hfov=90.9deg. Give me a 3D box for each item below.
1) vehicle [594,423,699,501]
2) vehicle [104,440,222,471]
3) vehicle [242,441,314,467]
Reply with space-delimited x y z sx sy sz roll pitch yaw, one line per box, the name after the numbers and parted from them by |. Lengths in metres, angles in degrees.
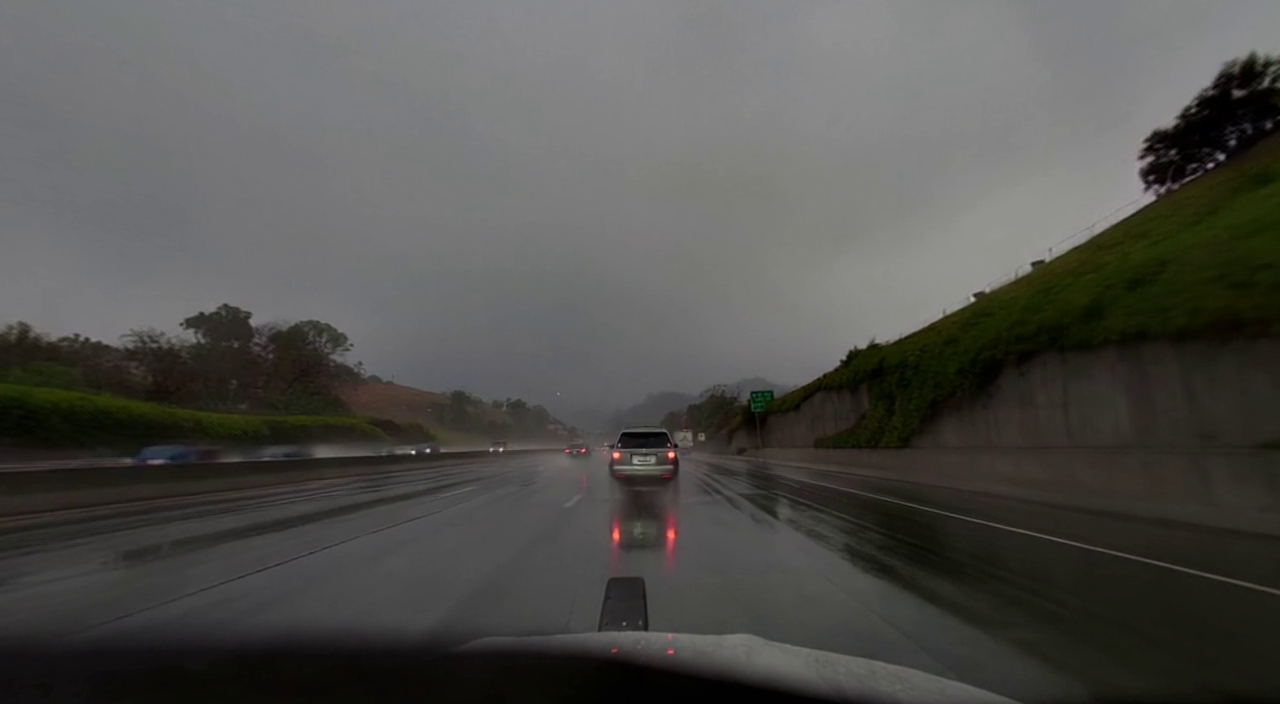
0.158 2.897 16.989 2.447 1.804 4.273 0 -9 0 | vehicle
-28.212 6.156 37.670 2.419 1.699 5.916 0 -9 1 | vehicle
-24.156 6.828 42.281 2.012 1.618 4.619 0 -9 1 | vehicle
